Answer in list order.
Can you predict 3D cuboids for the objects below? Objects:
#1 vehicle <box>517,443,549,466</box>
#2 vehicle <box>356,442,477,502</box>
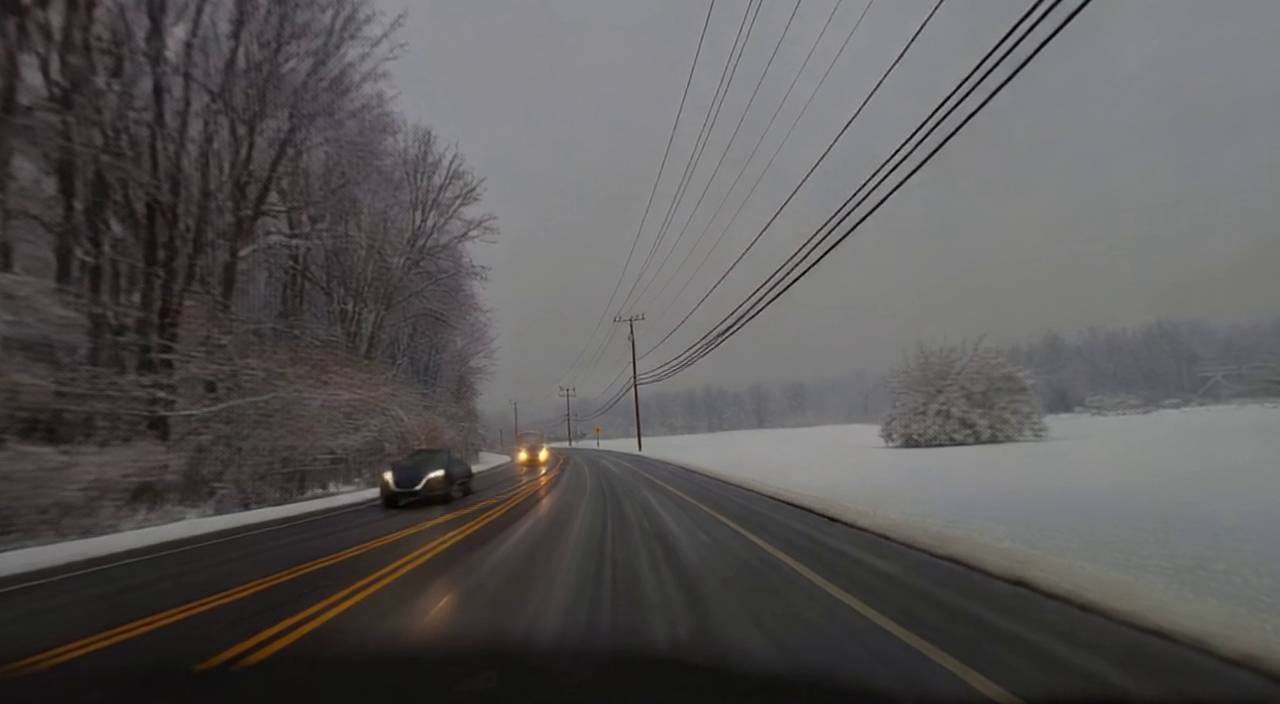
[{"bbox_3d":[-7.648,7.351,45.519,1.950,1.522,4.180,0,-8,-5],"label":"vehicle"},{"bbox_3d":[-6.783,3.664,19.802,2.099,1.640,4.555,0,-8,0],"label":"vehicle"}]
